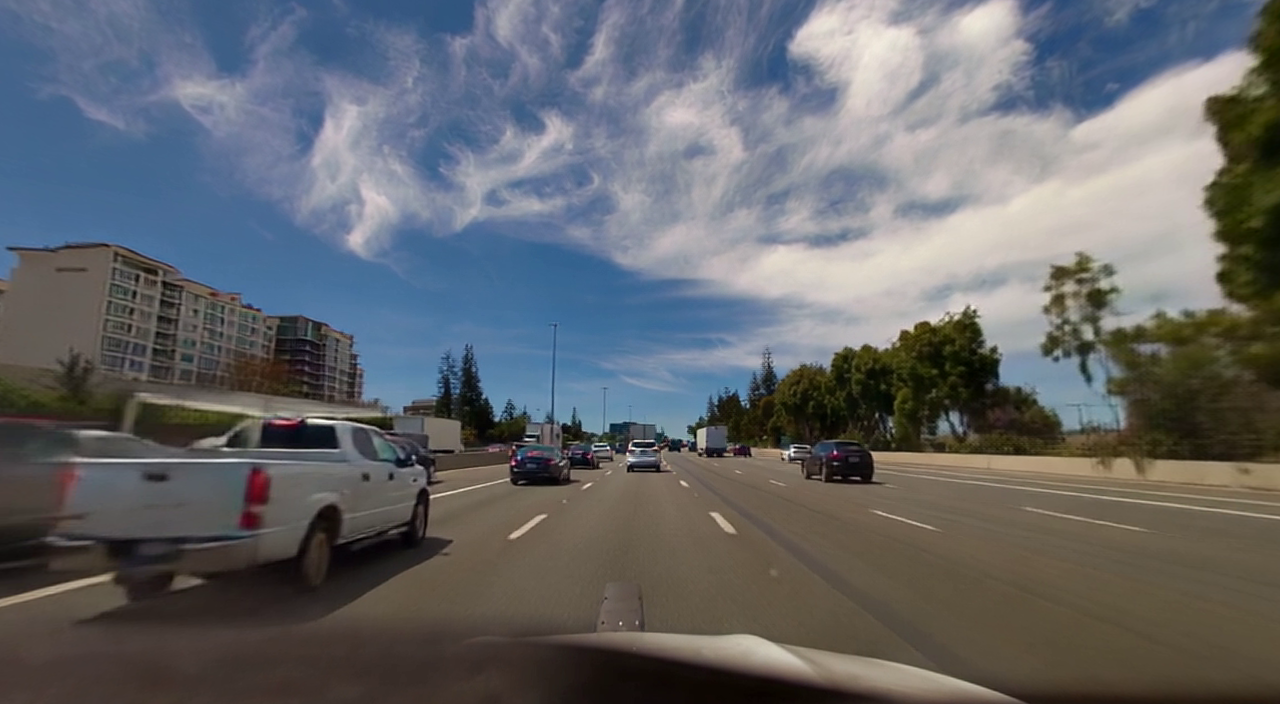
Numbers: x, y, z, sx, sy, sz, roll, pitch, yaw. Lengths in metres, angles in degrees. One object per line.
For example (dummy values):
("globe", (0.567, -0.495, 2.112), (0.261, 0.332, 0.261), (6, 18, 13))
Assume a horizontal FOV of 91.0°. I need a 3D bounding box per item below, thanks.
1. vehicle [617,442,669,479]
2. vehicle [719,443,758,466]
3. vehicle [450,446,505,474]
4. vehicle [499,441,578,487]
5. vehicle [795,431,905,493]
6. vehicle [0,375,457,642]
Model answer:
("vehicle", (0.123, 4.639, 27.170), (2.053, 1.461, 3.941), (0, -9, 0))
("vehicle", (6.544, 6.822, 42.023), (1.895, 1.488, 4.254), (0, -9, 0))
("vehicle", (-8.936, 5.949, 34.917), (1.827, 1.472, 3.962), (-1, -9, 3))
("vehicle", (-3.472, 3.940, 22.417), (2.025, 1.449, 4.190), (0, -9, 1))
("vehicle", (6.550, 3.477, 20.222), (1.992, 1.745, 4.329), (0, -9, -1))
("vehicle", (-3.570, 1.357, 6.419), (2.012, 1.734, 4.510), (0, -9, 0))
